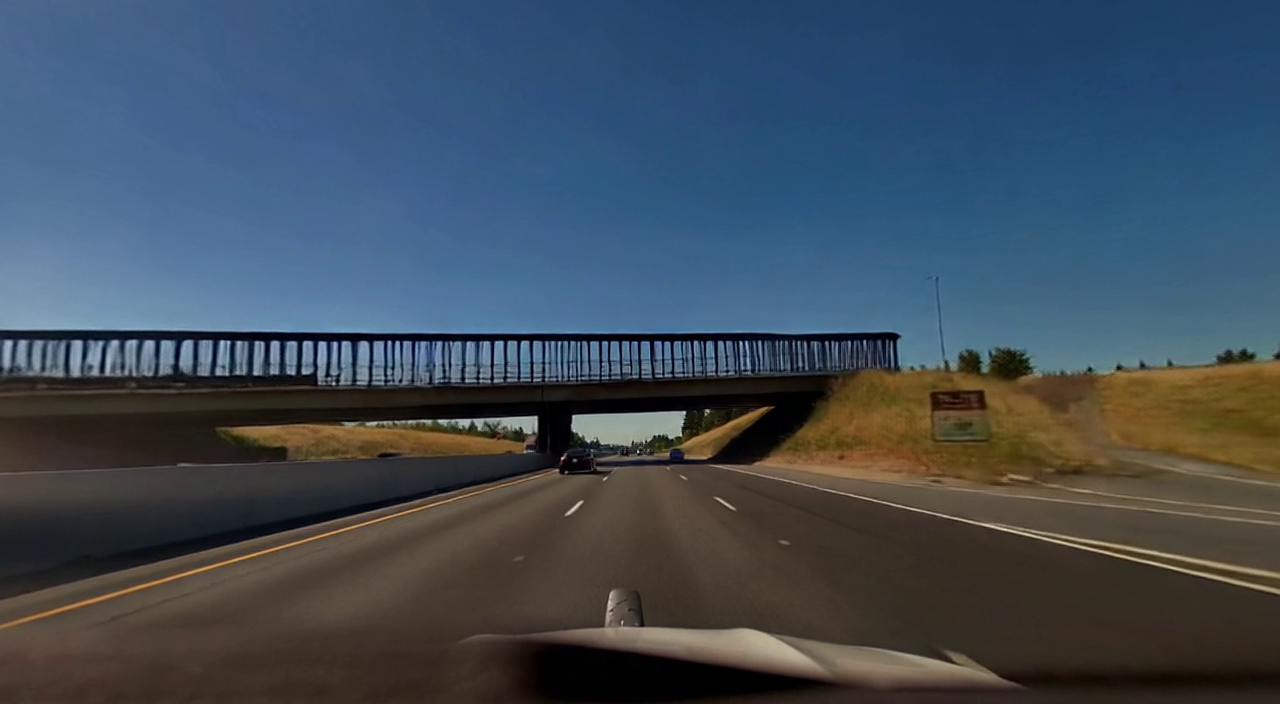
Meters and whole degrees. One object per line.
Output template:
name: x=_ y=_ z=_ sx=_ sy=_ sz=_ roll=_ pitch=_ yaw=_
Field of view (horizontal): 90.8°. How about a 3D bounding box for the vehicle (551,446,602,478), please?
vehicle: x=-3.247 y=5.729 z=33.140 sx=2.180 sy=1.537 sz=4.459 roll=0 pitch=-9 yaw=0
